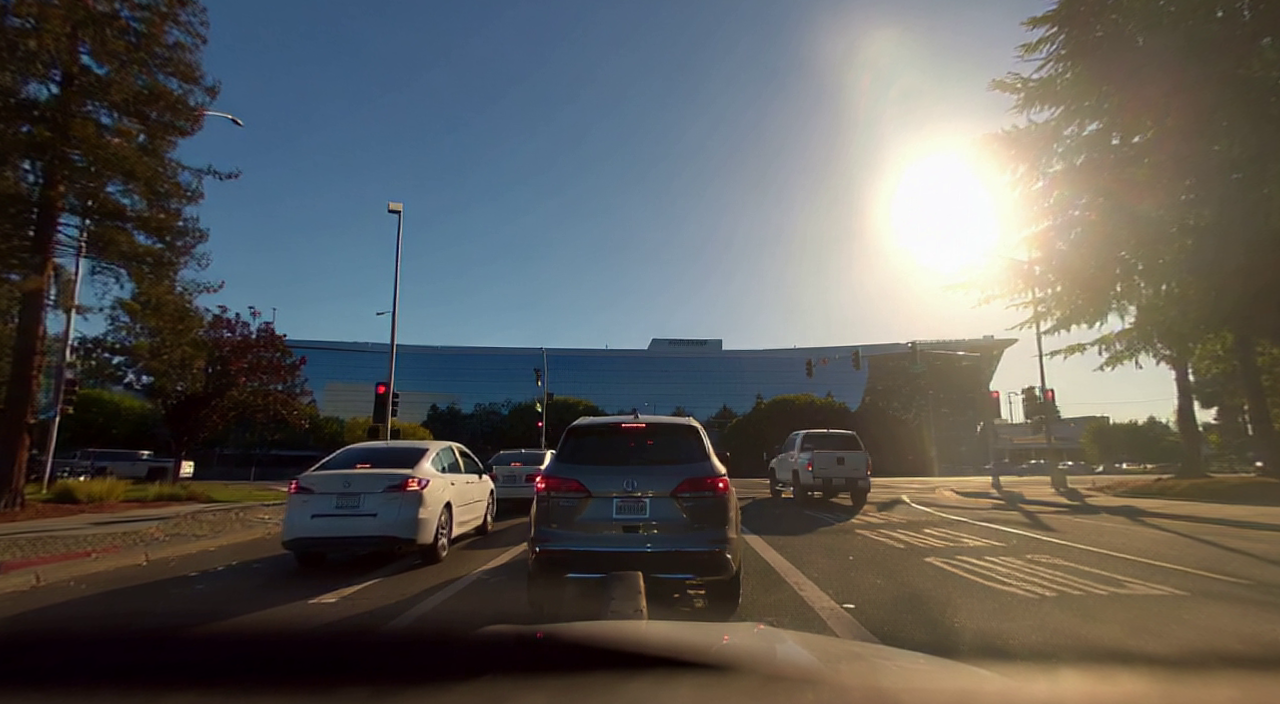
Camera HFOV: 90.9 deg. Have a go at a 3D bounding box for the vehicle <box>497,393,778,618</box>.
[{"bbox_3d":[-0.028,1.524,7.183,2.203,1.757,4.286,0,-8,0],"label":"vehicle"}]

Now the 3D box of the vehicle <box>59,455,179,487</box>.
[{"bbox_3d":[-25.993,5.943,31.598,4.140,1.444,1.742,2,-9,-15],"label":"vehicle"}]

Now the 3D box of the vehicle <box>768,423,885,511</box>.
[{"bbox_3d":[4.808,3.008,16.929,2.084,2.053,4.073,-1,-8,4],"label":"vehicle"}]

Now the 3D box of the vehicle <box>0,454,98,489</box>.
[{"bbox_3d":[-27.108,5.268,27.930,4.198,1.444,1.765,2,-9,-15],"label":"vehicle"}]

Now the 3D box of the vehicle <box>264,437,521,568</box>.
[{"bbox_3d":[-3.209,2.018,9.335,1.913,1.453,4.413,0,-8,2],"label":"vehicle"}]
